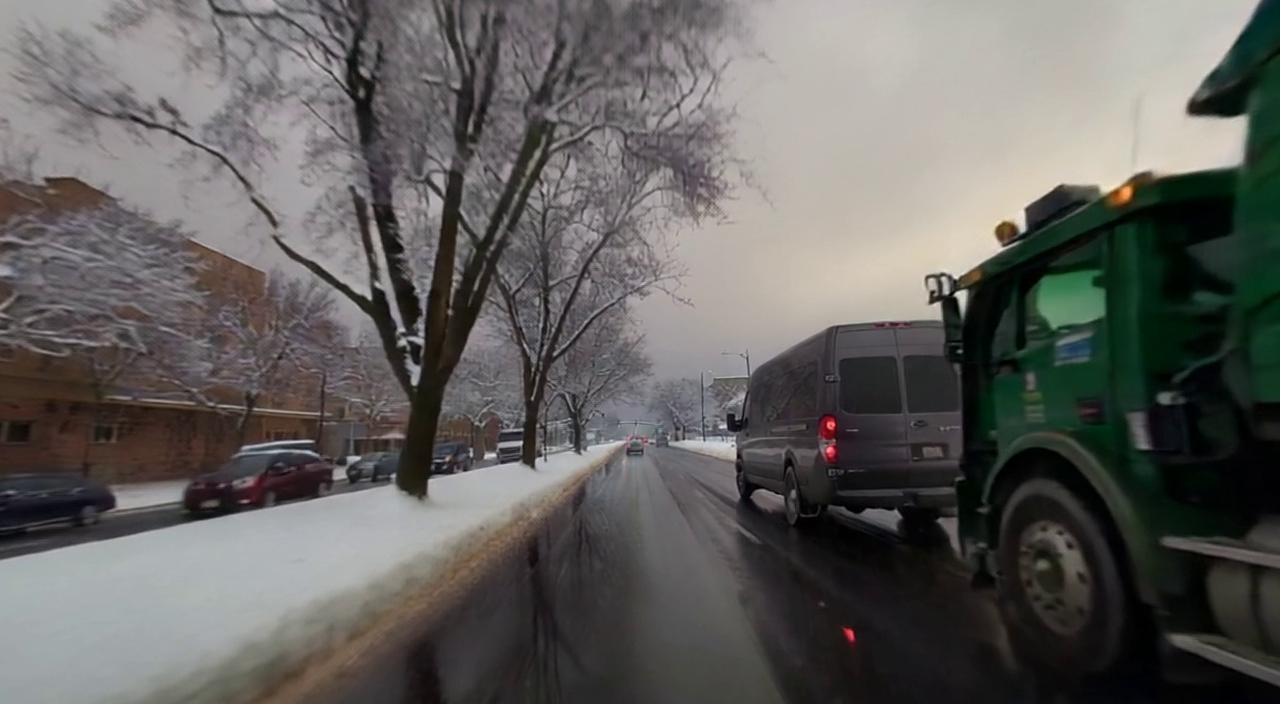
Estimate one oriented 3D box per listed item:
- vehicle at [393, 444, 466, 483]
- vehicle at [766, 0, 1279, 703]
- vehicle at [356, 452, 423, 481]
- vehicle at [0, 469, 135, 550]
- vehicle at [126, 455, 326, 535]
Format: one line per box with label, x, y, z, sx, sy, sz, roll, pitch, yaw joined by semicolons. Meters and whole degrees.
vehicle;-10.210;5.422;31.077;2.089;1.754;4.573;0;-9;-1
vehicle;3.740;0.441;6.079;2.731;3.407;10.262;0;-9;-1
vehicle;-14.116;6.471;35.900;1.928;1.480;4.686;0;-8;-1
vehicle;-13.212;3.226;13.077;1.803;1.427;4.604;0;-9;-2
vehicle;-9.568;3.279;15.148;1.953;1.539;4.326;0;-9;-2
